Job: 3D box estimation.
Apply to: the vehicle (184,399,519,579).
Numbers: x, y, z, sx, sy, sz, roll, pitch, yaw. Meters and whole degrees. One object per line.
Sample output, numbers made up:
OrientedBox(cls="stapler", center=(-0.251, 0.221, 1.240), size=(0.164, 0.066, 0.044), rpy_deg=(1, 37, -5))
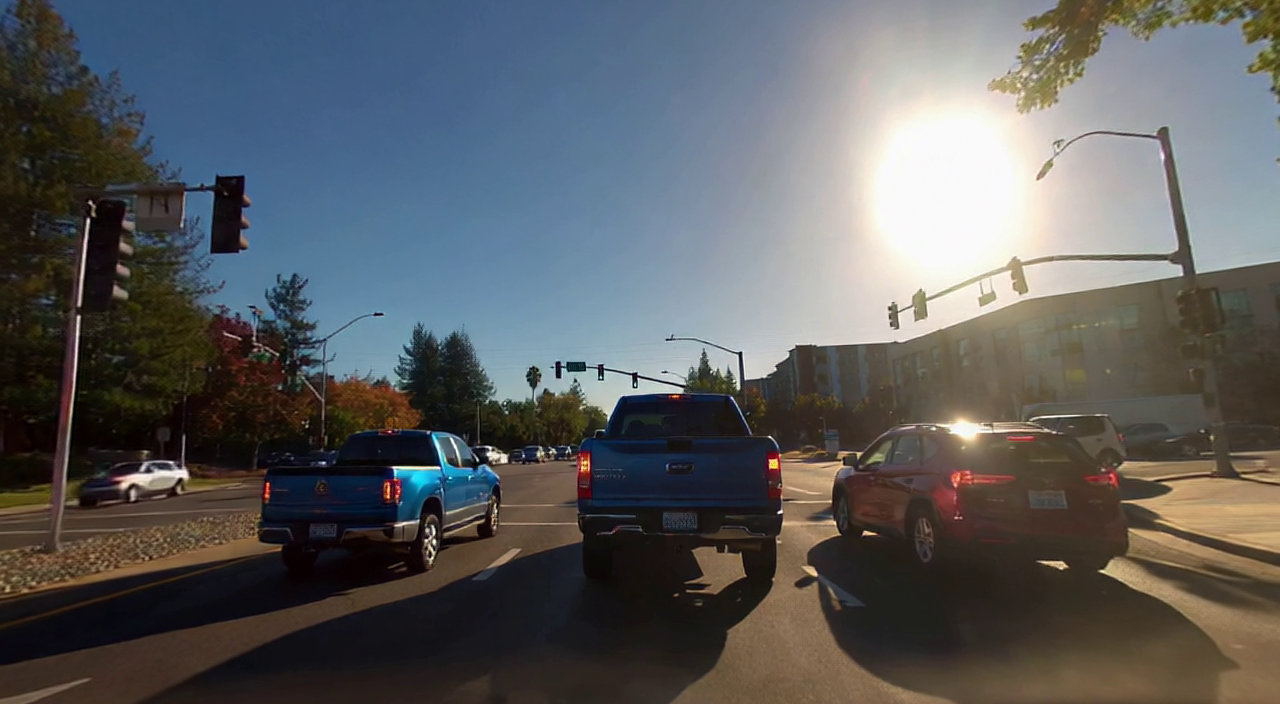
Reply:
OrientedBox(cls="vehicle", center=(-3.293, 1.685, 8.584), size=(2.125, 1.739, 4.707), rpy_deg=(0, -8, 3))

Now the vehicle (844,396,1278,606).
OrientedBox(cls="vehicle", center=(4.041, 1.494, 7.180), size=(1.984, 1.659, 4.226), rpy_deg=(0, -8, 0))

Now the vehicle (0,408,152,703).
OrientedBox(cls="vehicle", center=(-3.396, 0.707, 0.655), size=(1.998, 1.481, 4.656), rpy_deg=(0, -8, 1))

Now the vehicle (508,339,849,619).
OrientedBox(cls="vehicle", center=(0.326, 1.277, 7.149), size=(2.505, 2.084, 4.768), rpy_deg=(0, -8, 1))
